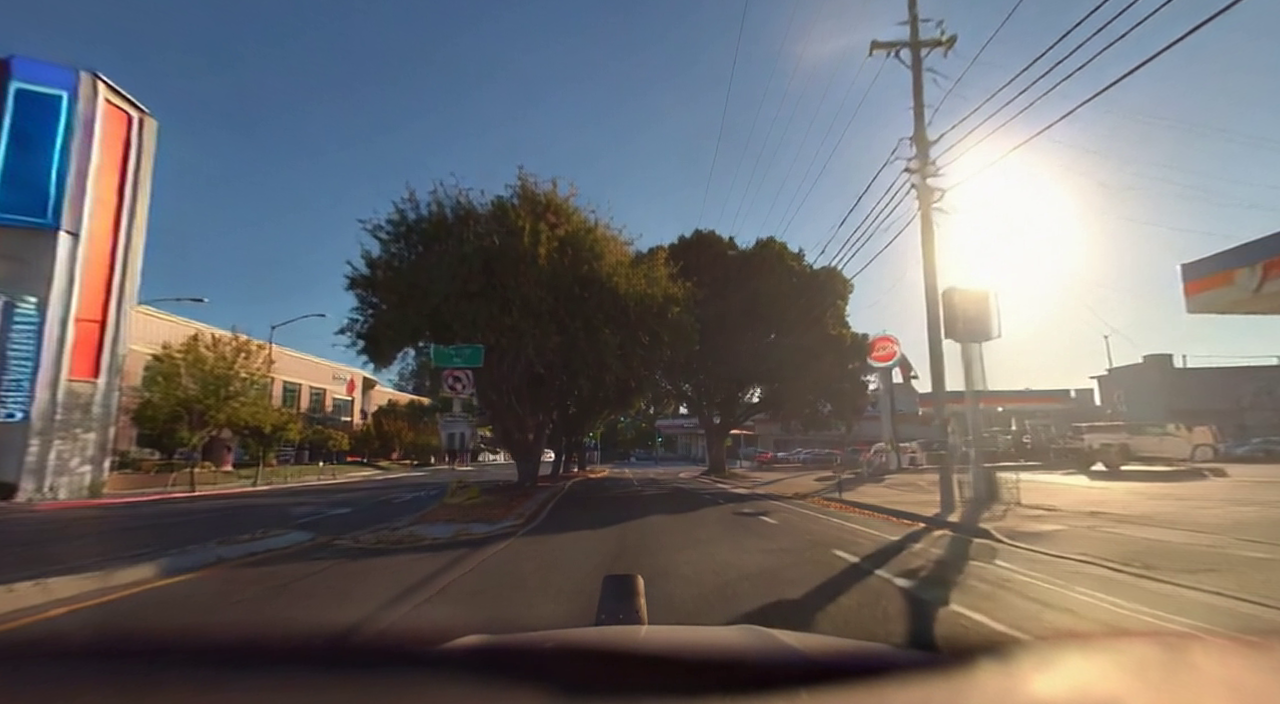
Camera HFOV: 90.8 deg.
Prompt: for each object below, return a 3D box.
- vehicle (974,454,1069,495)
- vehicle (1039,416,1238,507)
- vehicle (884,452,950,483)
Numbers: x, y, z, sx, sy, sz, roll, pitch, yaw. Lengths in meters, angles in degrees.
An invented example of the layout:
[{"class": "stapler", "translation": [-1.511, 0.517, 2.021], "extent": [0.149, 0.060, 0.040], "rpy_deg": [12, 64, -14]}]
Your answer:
[{"class": "vehicle", "translation": [18.190, 5.824, 30.406], "extent": [2.041, 1.674, 4.301], "rpy_deg": [2, -9, 2]}, {"class": "vehicle", "translation": [18.070, 3.997, 23.512], "extent": [2.642, 2.930, 5.826], "rpy_deg": [0, -8, 1]}, {"class": "vehicle", "translation": [18.347, 7.580, 41.733], "extent": [4.694, 1.845, 2.086], "rpy_deg": [7, -11, -40]}]
